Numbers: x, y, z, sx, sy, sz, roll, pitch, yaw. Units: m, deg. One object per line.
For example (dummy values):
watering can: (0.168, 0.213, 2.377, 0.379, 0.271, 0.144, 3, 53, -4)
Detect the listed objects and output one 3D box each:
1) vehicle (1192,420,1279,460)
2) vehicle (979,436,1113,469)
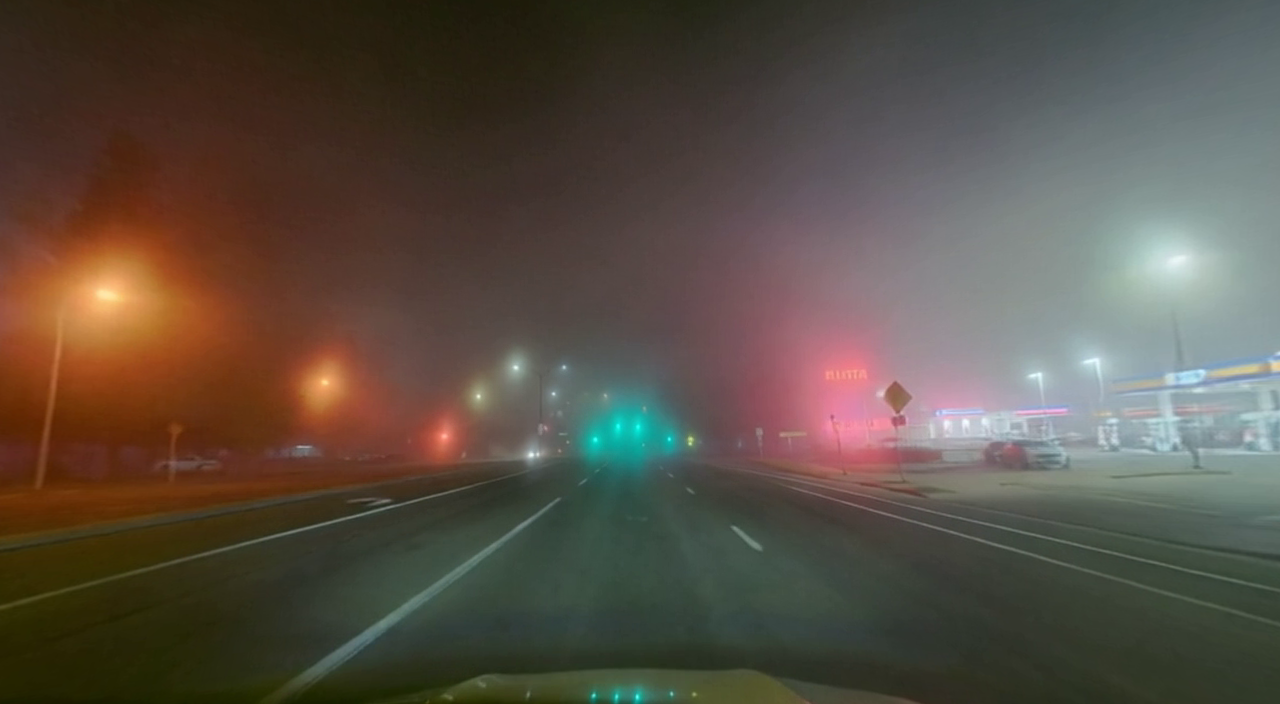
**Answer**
vehicle: (30.320, 4.283, 30.771, 4.628, 1.817, 1.996, -2, -8, 10)
vehicle: (18.310, 4.527, 28.626, 4.674, 1.399, 1.987, 0, -8, 0)
